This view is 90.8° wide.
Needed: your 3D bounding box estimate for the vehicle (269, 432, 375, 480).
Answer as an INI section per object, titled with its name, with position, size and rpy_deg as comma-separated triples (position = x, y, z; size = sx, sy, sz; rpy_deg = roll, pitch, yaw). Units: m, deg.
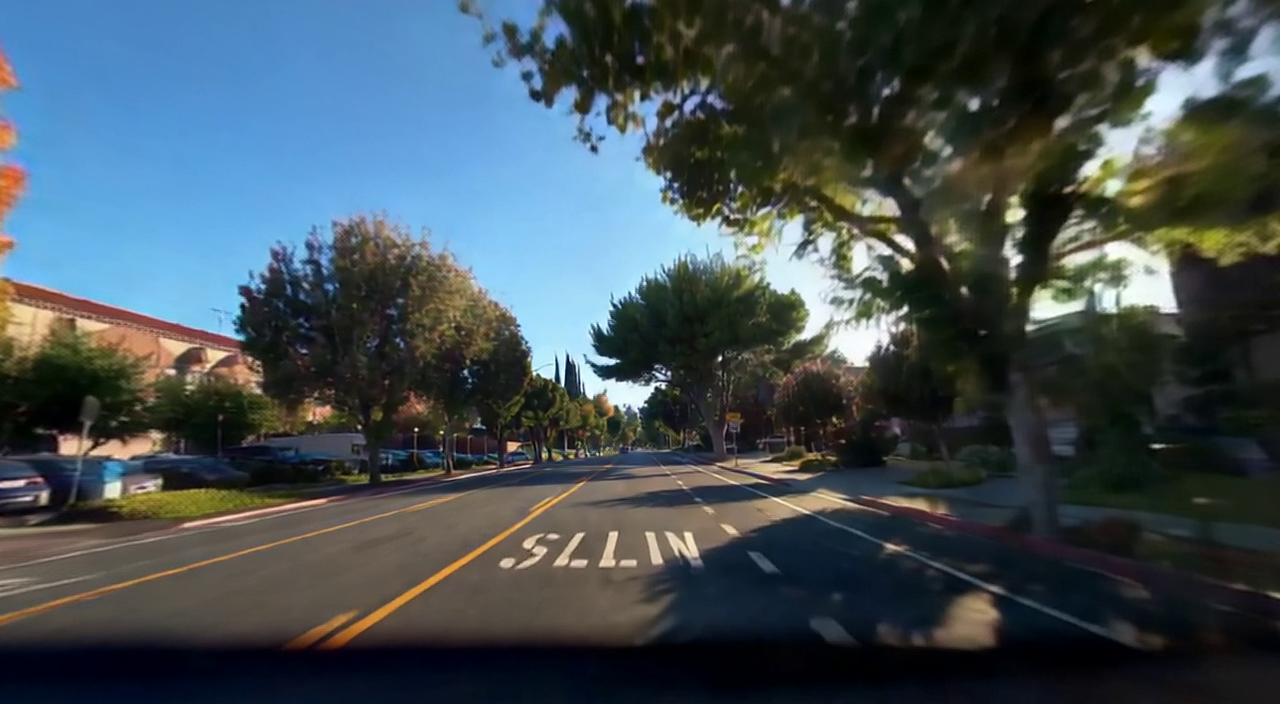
[vehicle]
position = -19.429, 6.353, 38.613
size = 5.971, 2.749, 2.293
rpy_deg = -4, -9, 22
